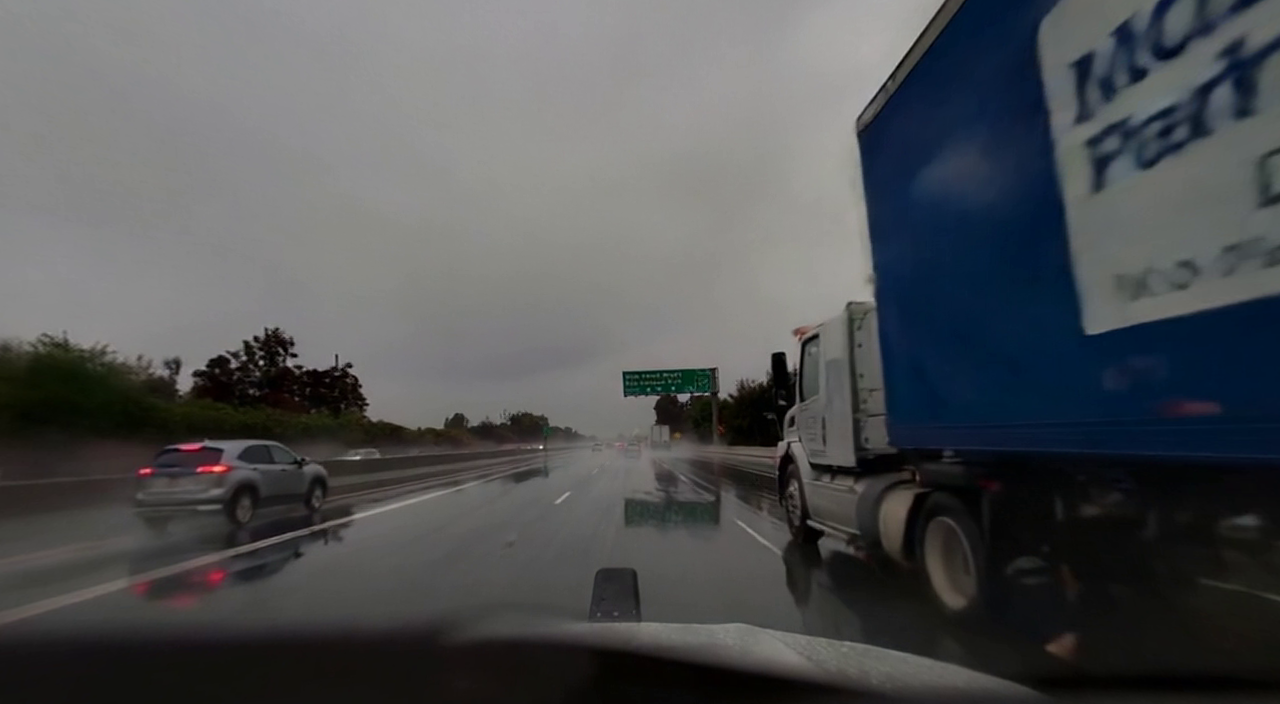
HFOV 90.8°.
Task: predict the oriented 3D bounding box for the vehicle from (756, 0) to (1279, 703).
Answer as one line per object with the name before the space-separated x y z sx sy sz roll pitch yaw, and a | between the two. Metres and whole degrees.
vehicle | 3.123 -0.160 2.781 2.985 3.985 10.516 0 -9 -1

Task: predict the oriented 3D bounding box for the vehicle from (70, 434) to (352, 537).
vehicle | -7.370 2.315 11.622 2.033 1.494 4.508 0 -9 -1
